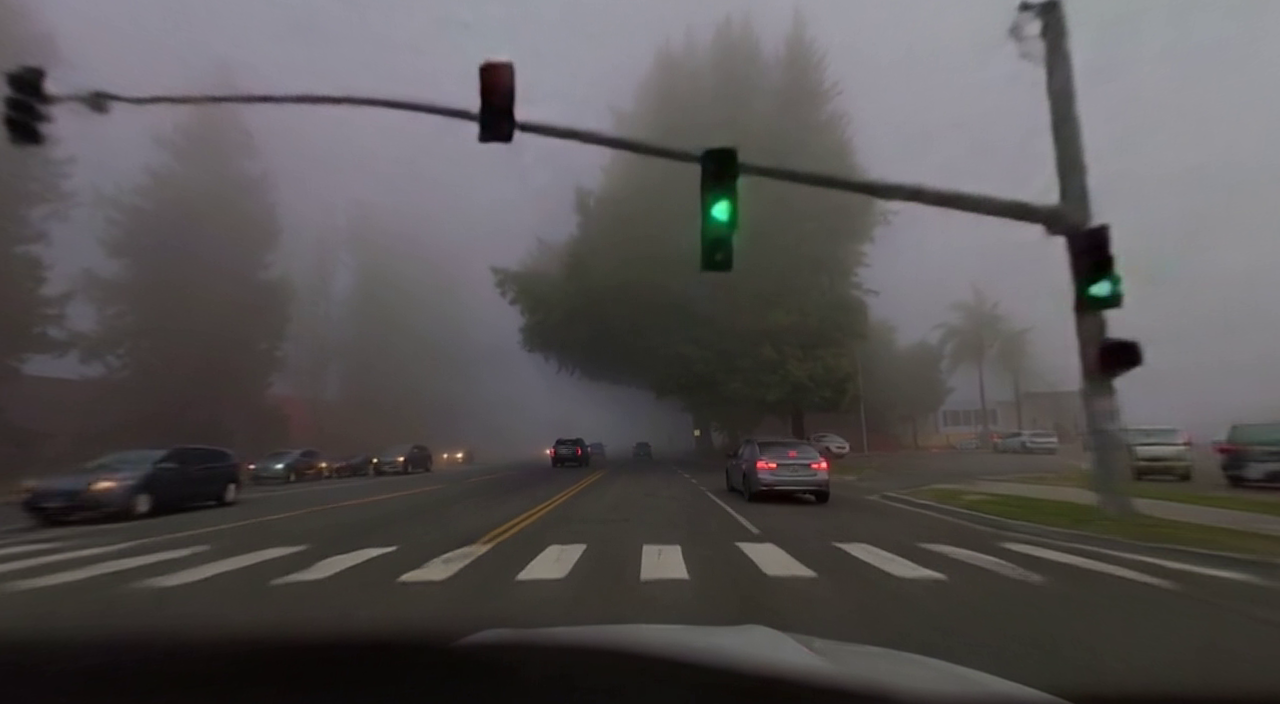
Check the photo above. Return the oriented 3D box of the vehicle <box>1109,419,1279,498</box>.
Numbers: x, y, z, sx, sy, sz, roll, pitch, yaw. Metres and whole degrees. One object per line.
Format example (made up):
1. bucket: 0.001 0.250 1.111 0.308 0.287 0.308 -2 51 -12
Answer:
1. vehicle: 17.124 2.866 17.617 2.766 1.917 6.394 -1 -7 -5

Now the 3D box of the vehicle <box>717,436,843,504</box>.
1. vehicle: 3.382 2.951 16.304 2.095 1.475 4.686 0 -8 -1

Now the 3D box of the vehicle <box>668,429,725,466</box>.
1. vehicle: 3.558 6.190 41.165 3.245 2.199 6.295 0 -8 1

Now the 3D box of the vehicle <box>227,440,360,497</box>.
1. vehicle: -11.383 3.802 21.140 1.909 1.467 4.522 -2 -6 0

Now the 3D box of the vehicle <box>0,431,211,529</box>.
1. vehicle: -11.618 2.526 13.102 2.091 1.644 4.645 0 -8 0

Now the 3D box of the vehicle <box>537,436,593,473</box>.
1. vehicle: -3.736 5.221 32.322 2.250 1.713 4.422 0 -8 1

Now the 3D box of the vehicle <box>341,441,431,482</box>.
1. vehicle: -11.328 4.881 28.553 2.004 1.509 4.932 -2 -6 1

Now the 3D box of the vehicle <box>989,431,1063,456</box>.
1. vehicle: 24.121 5.754 39.597 1.921 1.463 4.380 0 -8 0
